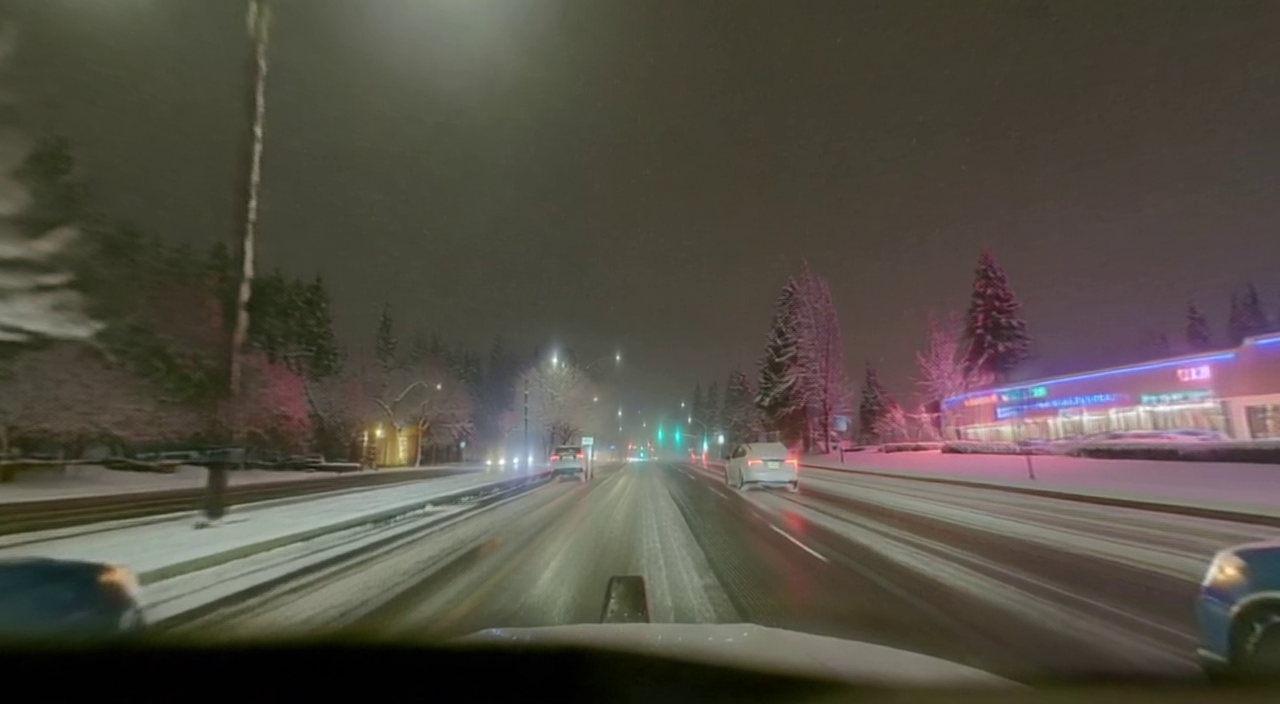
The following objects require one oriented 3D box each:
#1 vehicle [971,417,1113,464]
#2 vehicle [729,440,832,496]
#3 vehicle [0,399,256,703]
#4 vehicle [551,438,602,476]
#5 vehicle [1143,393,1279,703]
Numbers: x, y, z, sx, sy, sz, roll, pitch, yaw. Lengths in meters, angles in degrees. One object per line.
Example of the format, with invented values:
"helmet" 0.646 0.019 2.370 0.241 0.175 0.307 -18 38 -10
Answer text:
"vehicle" 20.608 4.619 32.966 2.705 2.011 7.332 -3 -8 1
"vehicle" 4.125 3.494 19.425 2.036 1.480 4.659 0 -8 -1
"vehicle" -3.043 0.702 0.729 2.082 1.460 4.922 0 -8 0
"vehicle" -3.040 5.148 31.236 1.981 1.731 4.360 0 -8 1
"vehicle" 3.468 0.649 0.668 1.976 1.491 4.714 0 -8 0
